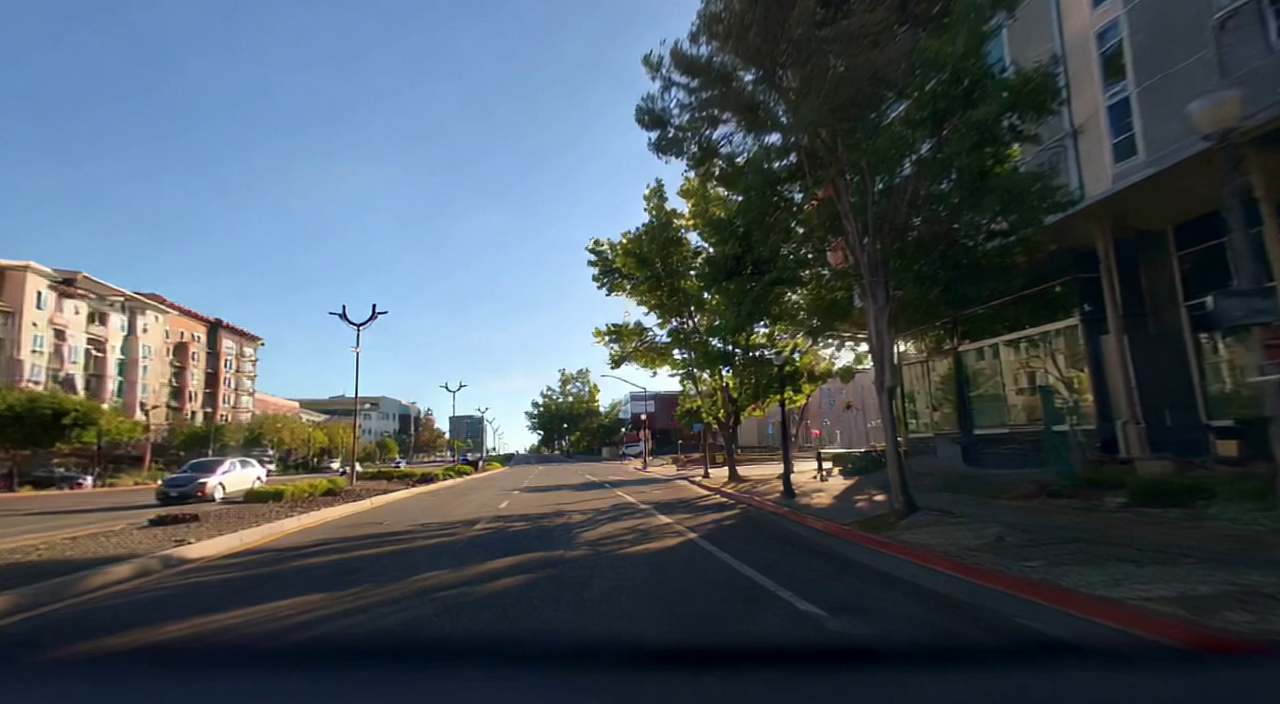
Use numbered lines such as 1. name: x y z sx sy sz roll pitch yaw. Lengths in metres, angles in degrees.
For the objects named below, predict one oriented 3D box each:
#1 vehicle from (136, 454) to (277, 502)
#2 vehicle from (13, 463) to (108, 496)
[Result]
1. vehicle: -15.492 4.501 22.926 2.179 1.461 4.812 1 -8 -7
2. vehicle: -37.505 8.219 40.992 2.235 1.777 4.963 2 -9 -13
